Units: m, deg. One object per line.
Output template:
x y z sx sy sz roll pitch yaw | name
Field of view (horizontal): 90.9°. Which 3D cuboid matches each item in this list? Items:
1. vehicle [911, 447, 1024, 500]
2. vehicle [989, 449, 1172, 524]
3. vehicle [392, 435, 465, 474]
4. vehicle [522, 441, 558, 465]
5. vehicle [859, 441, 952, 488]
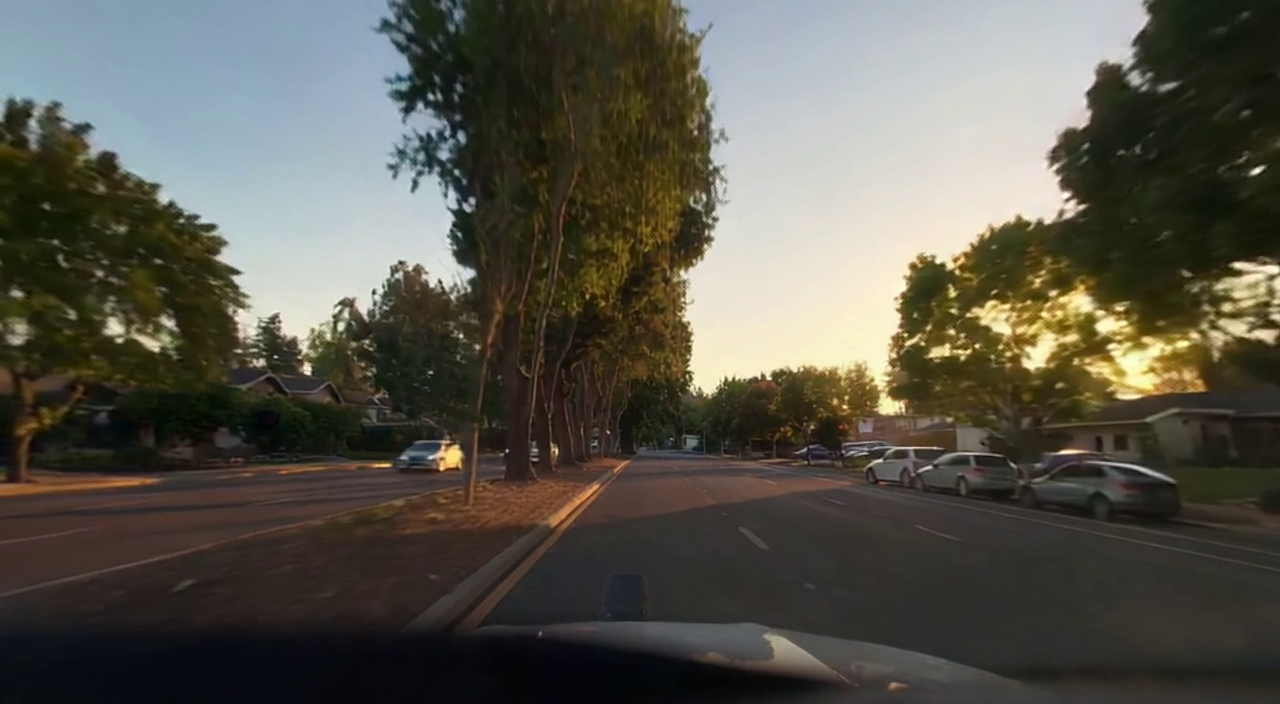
11.667 4.297 22.783 1.869 1.522 4.295 4 -8 1 | vehicle
11.571 3.491 16.986 2.061 1.575 4.098 4 -8 1 | vehicle
-10.983 5.343 33.196 2.176 1.896 4.800 0 -8 0 | vehicle
-7.136 7.214 45.345 1.934 1.619 3.991 0 -8 0 | vehicle
11.844 4.999 28.552 2.178 1.858 4.726 2 -8 0 | vehicle
